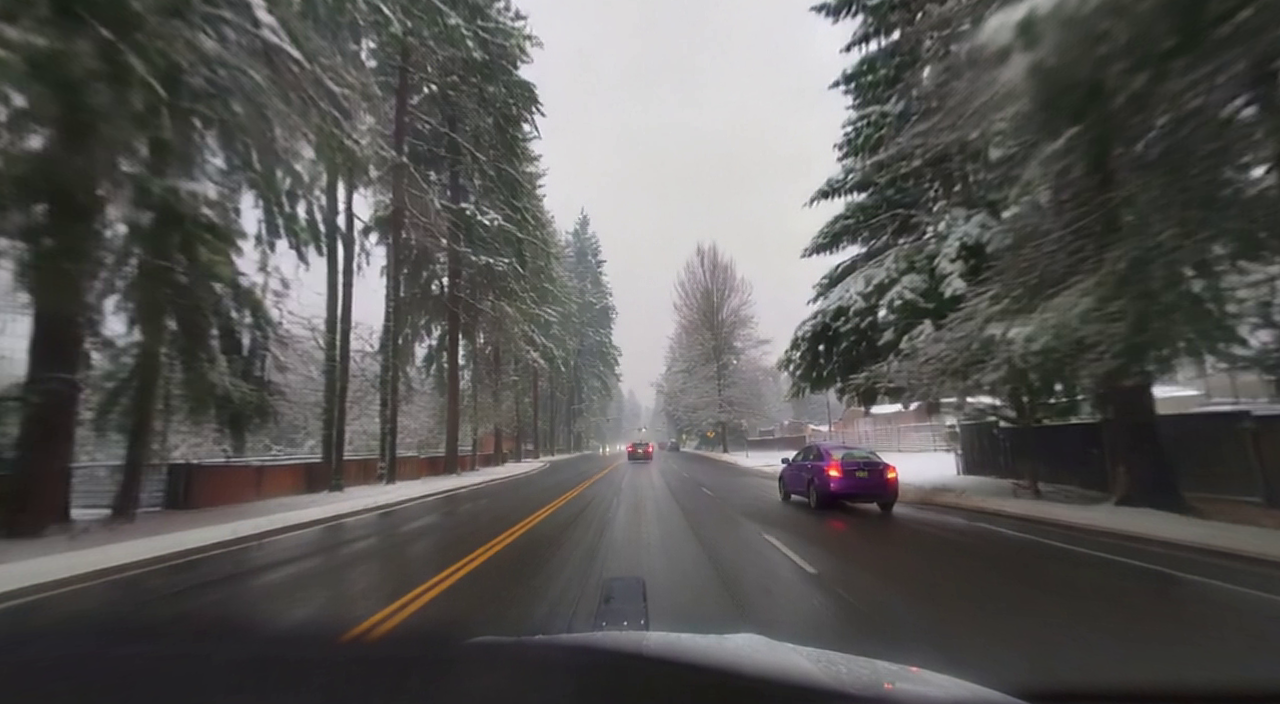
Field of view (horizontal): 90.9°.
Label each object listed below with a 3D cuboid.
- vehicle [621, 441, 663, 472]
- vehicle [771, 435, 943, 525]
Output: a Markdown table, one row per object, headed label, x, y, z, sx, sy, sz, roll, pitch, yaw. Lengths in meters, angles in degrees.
| label | x | y | z | sx | sy | sz | roll | pitch | yaw |
| --- | --- | --- | --- | --- | --- | --- | --- | --- | --- |
| vehicle | 0.152 | 5.944 | 36.152 | 2.206 | 1.525 | 4.695 | -1 | -8 | 1 |
| vehicle | 4.157 | 2.476 | 12.995 | 1.943 | 1.471 | 4.515 | -1 | -8 | 0 |
